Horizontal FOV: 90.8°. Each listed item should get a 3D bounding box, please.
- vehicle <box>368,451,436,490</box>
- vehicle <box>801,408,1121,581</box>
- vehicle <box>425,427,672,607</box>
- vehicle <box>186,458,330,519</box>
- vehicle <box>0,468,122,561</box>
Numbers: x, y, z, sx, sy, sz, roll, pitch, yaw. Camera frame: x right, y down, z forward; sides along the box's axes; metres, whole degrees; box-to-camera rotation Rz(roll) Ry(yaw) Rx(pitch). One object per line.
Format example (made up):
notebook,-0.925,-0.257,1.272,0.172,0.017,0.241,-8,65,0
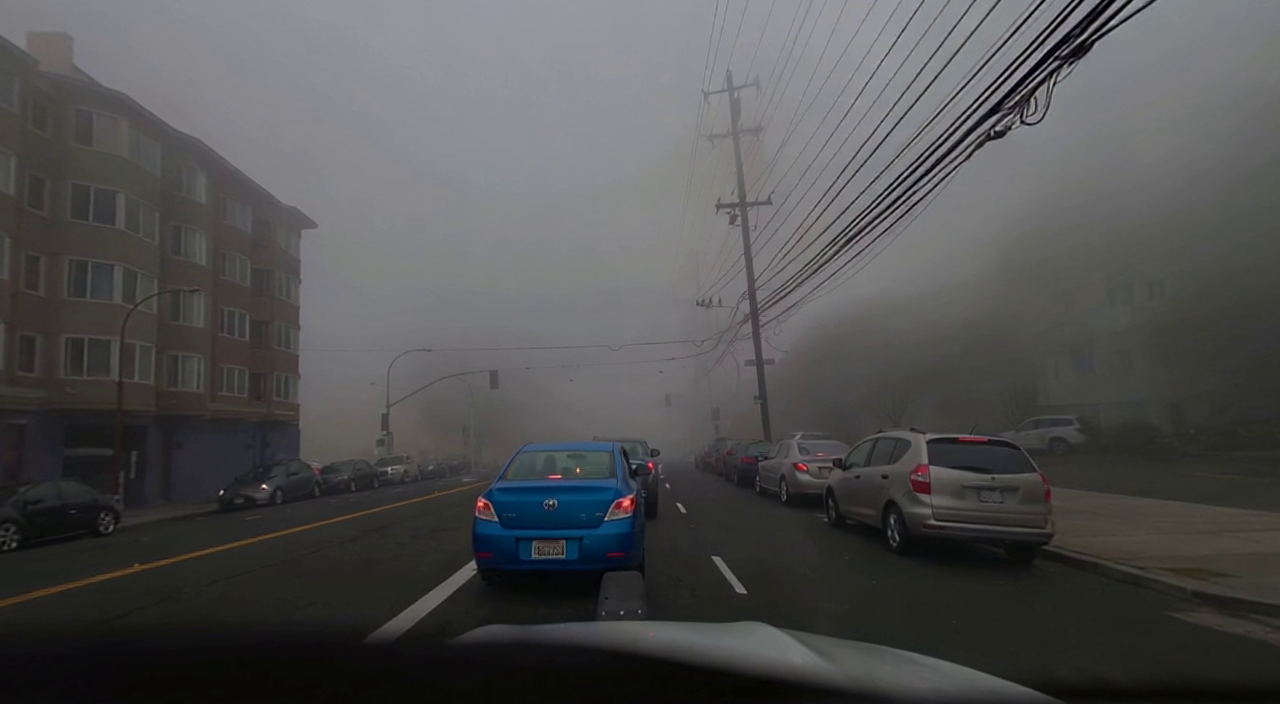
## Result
vehicle,-11.930,5.919,31.927,2.011,1.687,4.079,-3,-8,-2
vehicle,3.792,1.757,8.607,1.967,1.721,4.410,0,-9,-1
vehicle,-0.726,1.696,7.531,2.019,1.453,4.603,0,-8,1
vehicle,-11.862,4.228,20.048,1.868,1.491,4.367,-4,-9,0
vehicle,-11.913,2.902,11.003,1.850,1.487,4.711,-3,-8,-1
